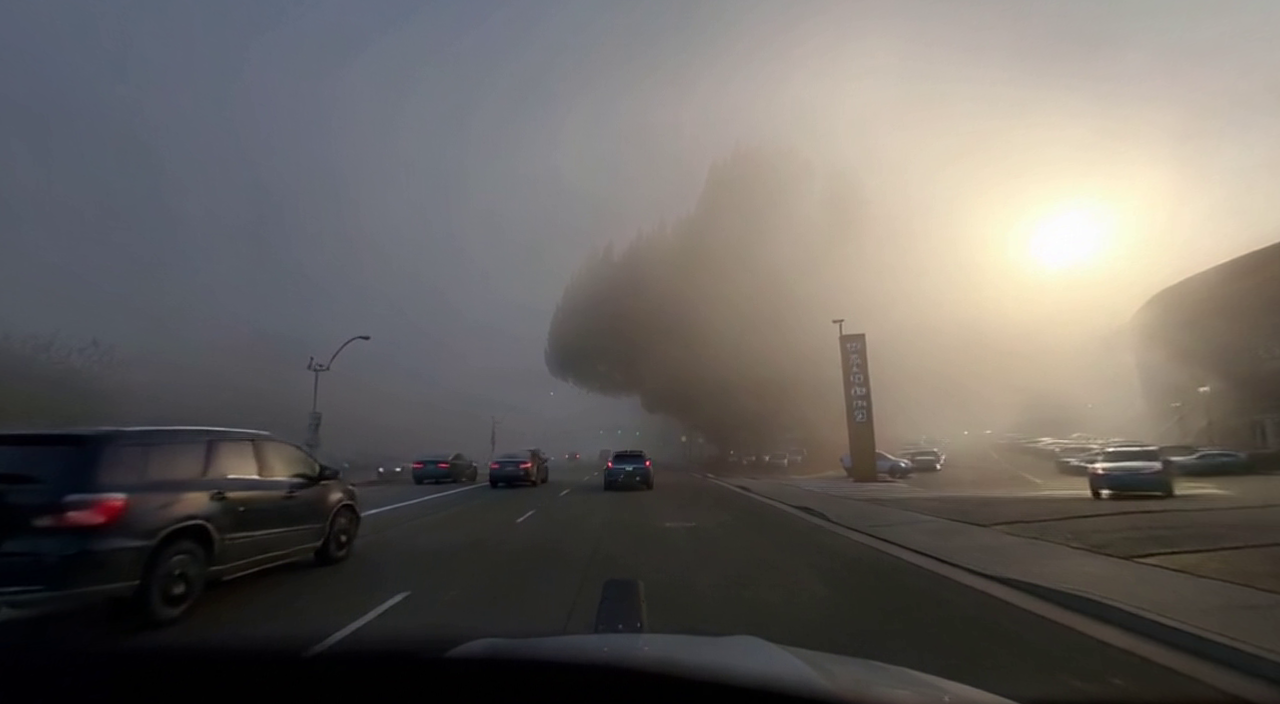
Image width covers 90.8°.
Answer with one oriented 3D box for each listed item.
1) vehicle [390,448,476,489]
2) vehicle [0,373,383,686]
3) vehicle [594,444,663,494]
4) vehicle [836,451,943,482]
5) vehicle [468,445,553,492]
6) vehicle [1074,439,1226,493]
[{"bbox_3d":[-8.087,4.557,25.091,2.009,1.470,4.179,0,-9,-1],"label":"vehicle"},{"bbox_3d":[-4.411,1.350,5.938,2.096,1.807,4.413,0,-9,0],"label":"vehicle"},{"bbox_3d":[-0.409,3.773,20.811,2.061,1.469,3.954,0,-9,-2],"label":"vehicle"},{"bbox_3d":[13.416,6.165,34.271,4.877,1.603,2.197,0,-9,2],"label":"vehicle"},{"bbox_3d":[-4.438,4.055,22.436,1.973,1.456,4.850,0,-9,0],"label":"vehicle"},{"bbox_3d":[16.009,3.524,19.812,4.619,1.523,1.873,4,-10,-27],"label":"vehicle"}]
